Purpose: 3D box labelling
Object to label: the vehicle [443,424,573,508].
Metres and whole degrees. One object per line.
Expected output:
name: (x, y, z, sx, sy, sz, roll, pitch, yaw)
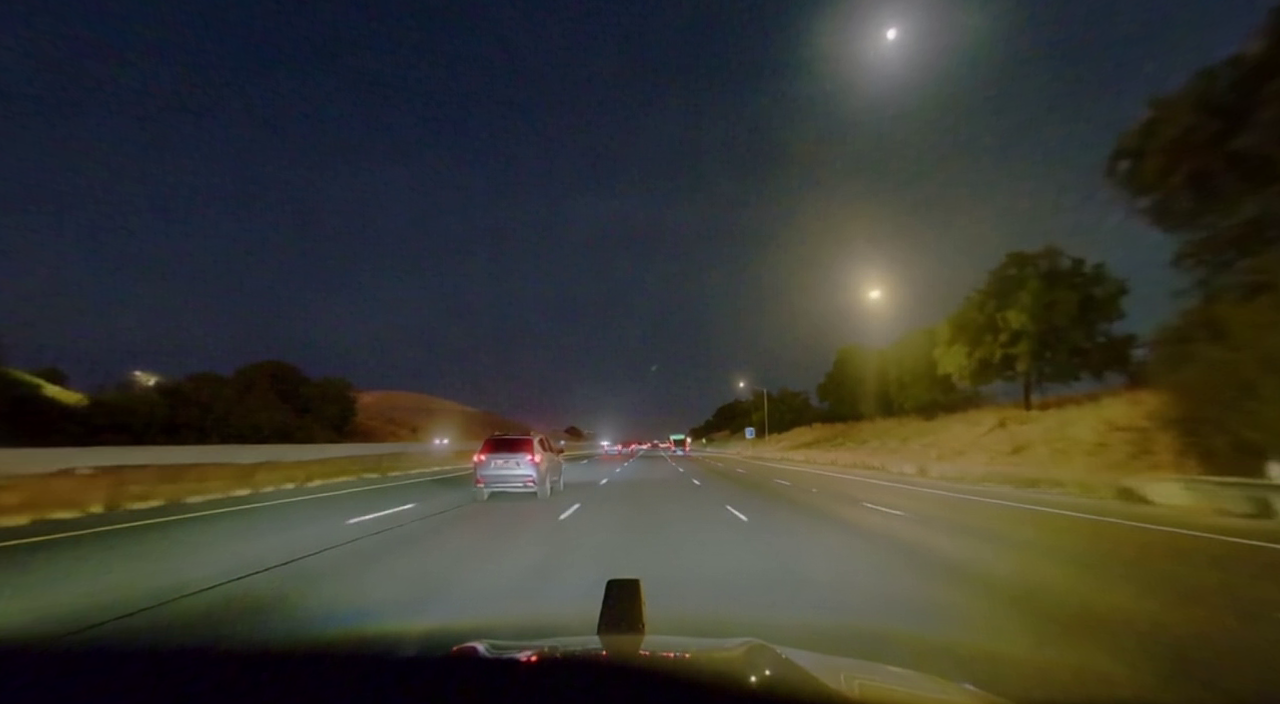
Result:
vehicle: (-3.186, 2.909, 16.456, 2.218, 1.848, 4.789, 0, -9, 2)
